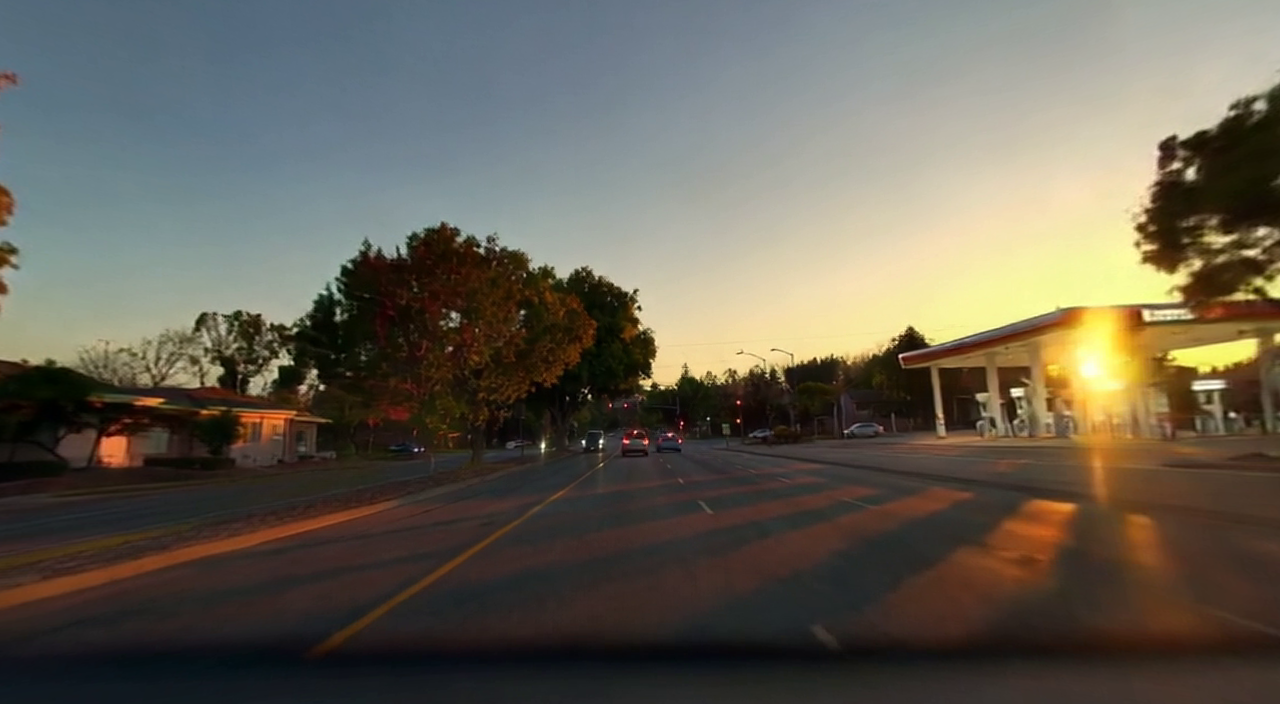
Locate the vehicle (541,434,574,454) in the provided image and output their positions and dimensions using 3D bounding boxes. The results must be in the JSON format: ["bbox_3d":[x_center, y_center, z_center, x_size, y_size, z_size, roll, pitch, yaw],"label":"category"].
[{"bbox_3d":[-6.378,7.207,49.139,2.033,1.442,4.668,0,-8,-1],"label":"vehicle"}]

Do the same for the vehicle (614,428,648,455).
[{"bbox_3d":[-0.615,6.096,42.790,2.146,1.742,4.095,0,-8,-1],"label":"vehicle"}]
